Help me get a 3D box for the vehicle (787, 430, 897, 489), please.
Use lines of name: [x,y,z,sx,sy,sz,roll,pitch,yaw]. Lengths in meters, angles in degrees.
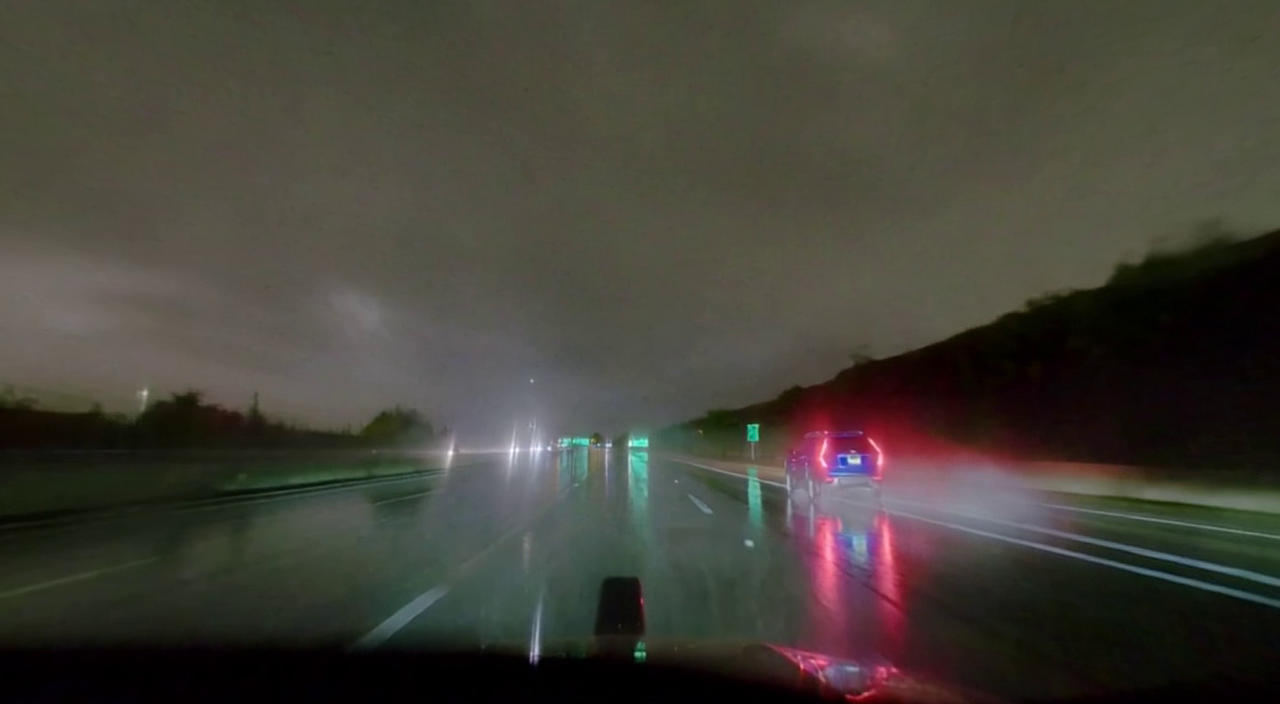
vehicle: [6.515,3.519,20.907,2.091,1.711,4.383,0,-9,-1]
